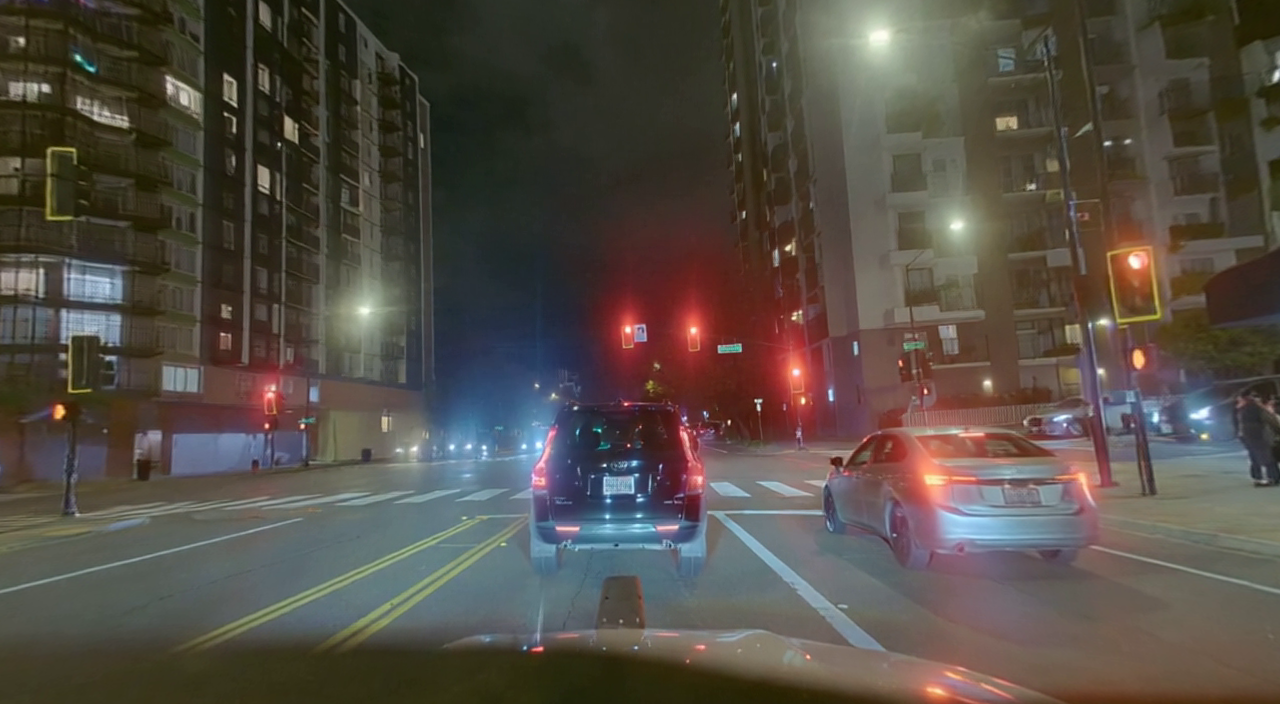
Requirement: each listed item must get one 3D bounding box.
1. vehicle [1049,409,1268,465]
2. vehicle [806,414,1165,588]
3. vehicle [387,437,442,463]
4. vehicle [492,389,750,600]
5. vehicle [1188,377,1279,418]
[{"bbox_3d":[14.267,2.378,17.601,4.354,1.466,1.863,0,-8,2],"label":"vehicle"},{"bbox_3d":[3.696,1.672,7.979,1.987,1.538,4.510,0,-8,0],"label":"vehicle"},{"bbox_3d":[-16.114,7.018,45.353,2.132,1.710,4.504,0,-8,2],"label":"vehicle"},{"bbox_3d":[-0.151,1.508,7.475,2.168,1.776,4.135,0,-8,0],"label":"vehicle"},{"bbox_3d":[26.562,1.979,27.154,4.287,1.639,1.729,0,-8,1],"label":"vehicle"}]
